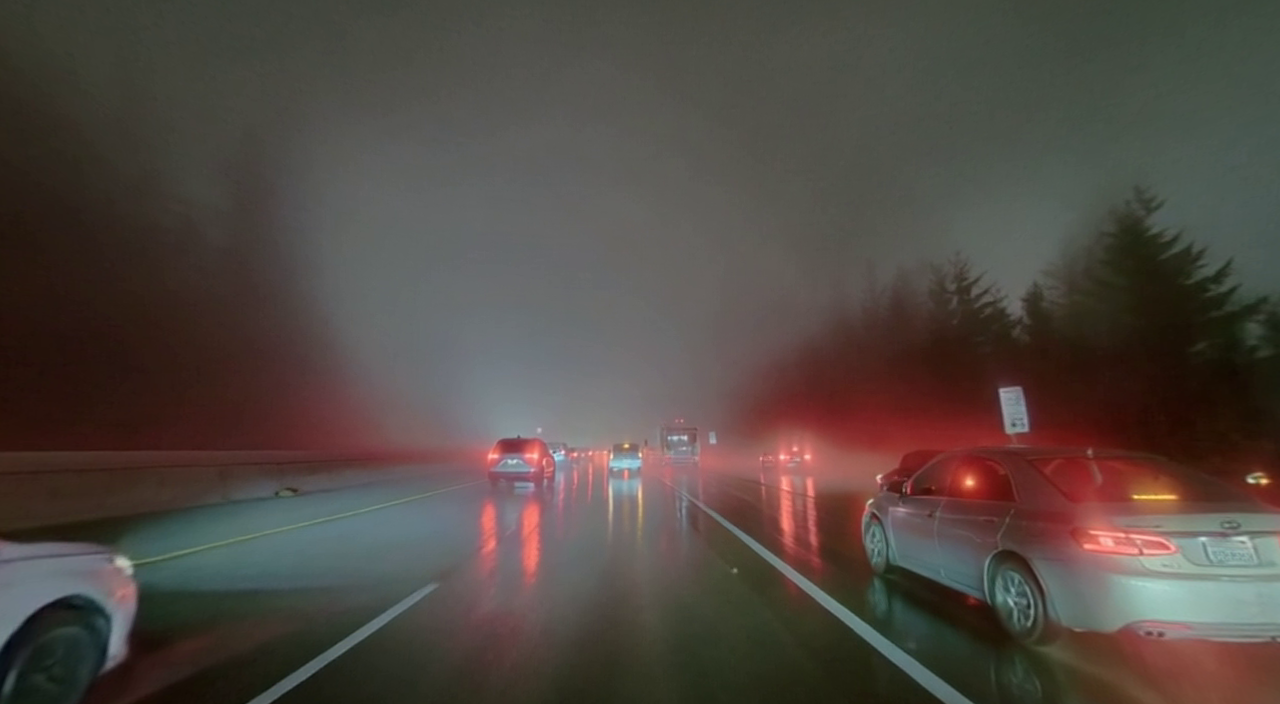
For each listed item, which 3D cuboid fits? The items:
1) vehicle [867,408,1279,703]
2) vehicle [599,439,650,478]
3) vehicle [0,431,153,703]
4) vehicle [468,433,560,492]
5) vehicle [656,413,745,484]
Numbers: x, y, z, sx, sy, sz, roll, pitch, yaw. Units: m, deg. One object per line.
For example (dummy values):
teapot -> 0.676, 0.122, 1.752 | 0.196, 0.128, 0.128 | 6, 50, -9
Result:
vehicle -> 3.069, 1.159, 3.443 | 2.031, 1.504, 4.327 | 0, -9, 0
vehicle -> -0.713, 5.006, 29.694 | 2.235, 1.682, 4.094 | 0, -9, -1
vehicle -> -4.105, 0.905, 1.790 | 1.947, 1.424, 4.264 | 0, -9, 1
vehicle -> -4.180, 3.747, 21.780 | 2.176, 1.783, 4.799 | 0, -9, 0
vehicle -> 2.970, 5.382, 35.393 | 3.426, 3.279, 12.313 | 0, -9, -2
